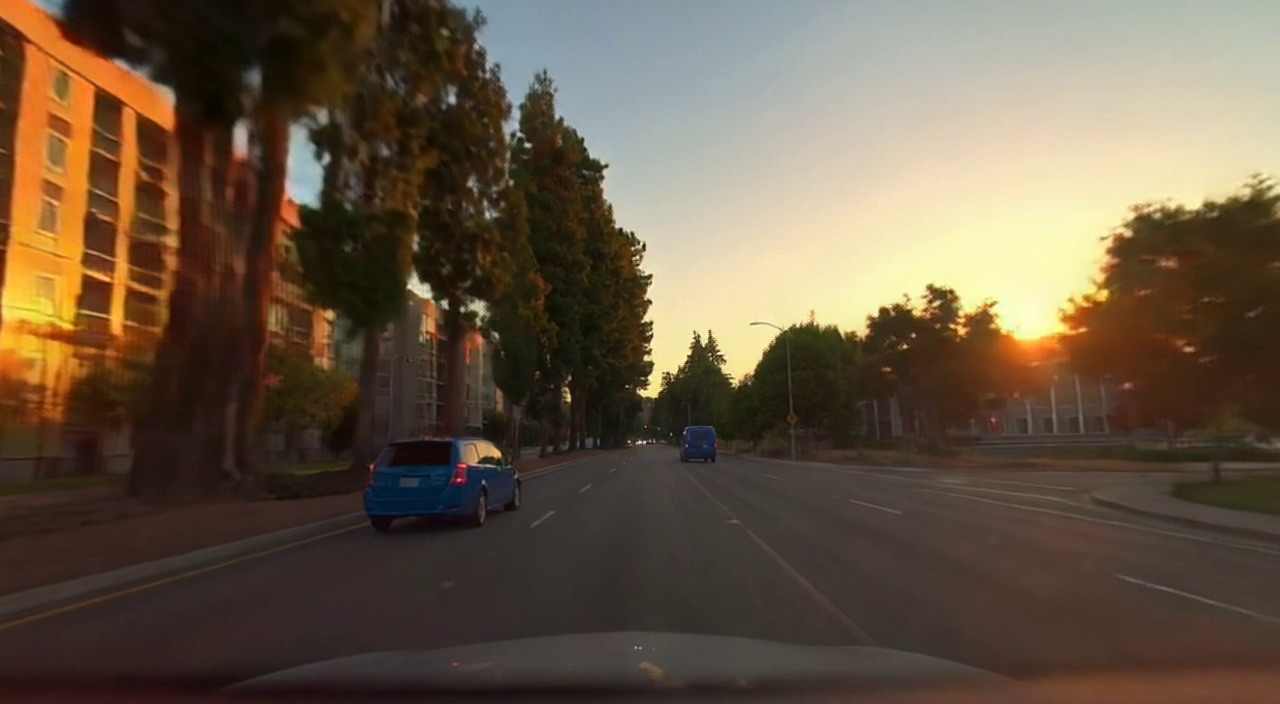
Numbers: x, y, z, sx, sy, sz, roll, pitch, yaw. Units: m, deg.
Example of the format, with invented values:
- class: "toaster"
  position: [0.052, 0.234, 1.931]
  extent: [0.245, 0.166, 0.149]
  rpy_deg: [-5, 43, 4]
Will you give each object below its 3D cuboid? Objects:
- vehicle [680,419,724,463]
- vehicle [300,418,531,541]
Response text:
- class: "vehicle"
  position: [3.958, 5.863, 41.284]
  extent: [2.349, 2.671, 5.744]
  rpy_deg: [0, -8, 0]
- class: "vehicle"
  position: [-3.377, 2.024, 10.668]
  extent: [2.129, 1.602, 4.532]
  rpy_deg: [0, -8, 2]
